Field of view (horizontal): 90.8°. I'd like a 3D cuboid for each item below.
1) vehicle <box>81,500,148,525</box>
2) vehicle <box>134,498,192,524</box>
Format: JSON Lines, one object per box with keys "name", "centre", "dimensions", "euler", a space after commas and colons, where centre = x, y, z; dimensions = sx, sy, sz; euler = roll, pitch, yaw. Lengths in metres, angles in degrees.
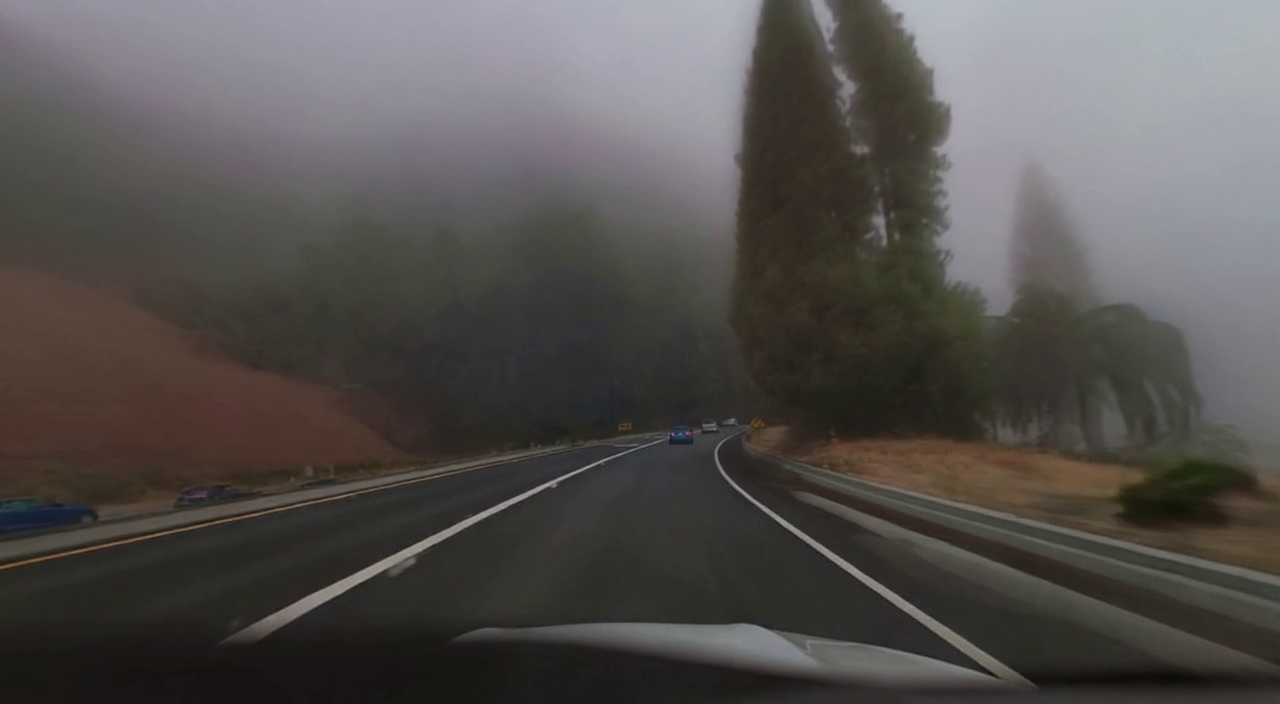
{"name": "vehicle", "centre": [-41.140, 12.544, 49.529], "dimensions": [1.772, 1.502, 4.002], "euler": [-1, -8, 0]}
{"name": "vehicle", "centre": [-37.136, 12.390, 49.303], "dimensions": [1.762, 1.478, 3.670], "euler": [5, -9, -5]}
